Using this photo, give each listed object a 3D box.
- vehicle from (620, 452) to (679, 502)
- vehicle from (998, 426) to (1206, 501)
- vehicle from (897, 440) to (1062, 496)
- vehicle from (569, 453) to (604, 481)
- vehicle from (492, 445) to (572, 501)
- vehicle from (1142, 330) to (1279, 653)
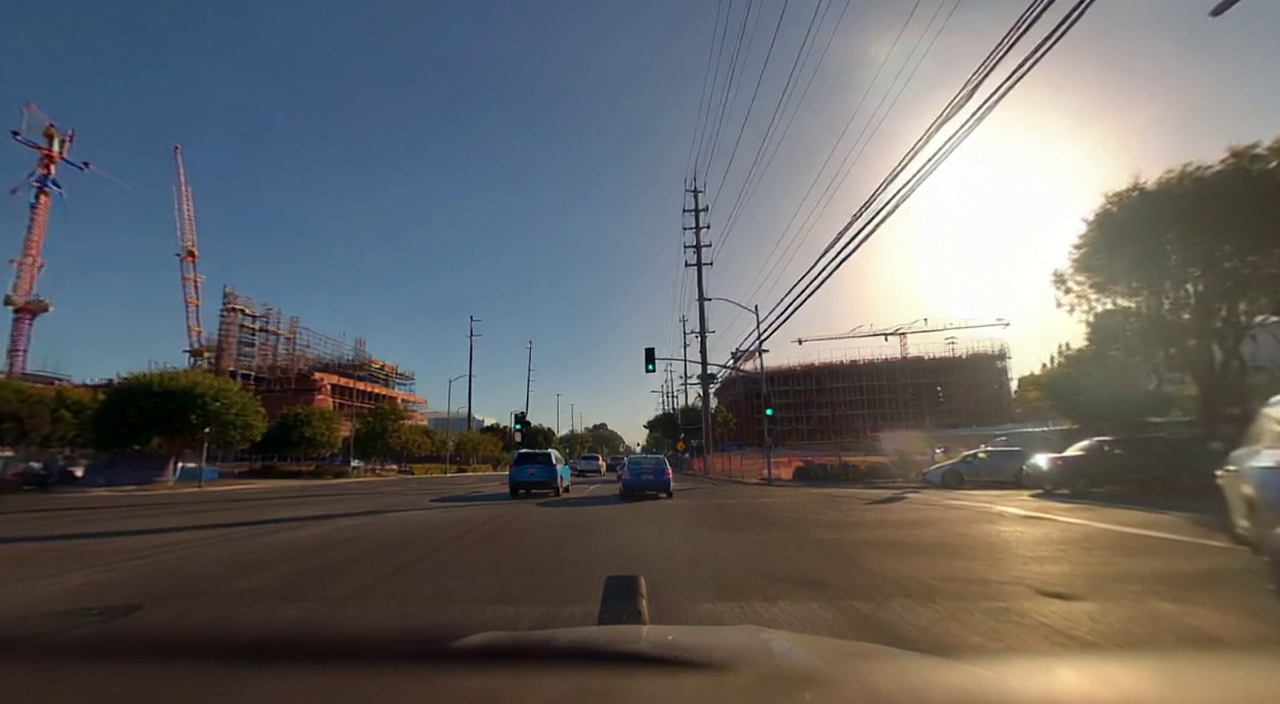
[{"bbox_3d":[0.320,4.714,24.128,2.059,1.691,3.980,0,-9,0],"label":"vehicle"},{"bbox_3d":[13.859,3.357,19.076,4.623,2.090,2.017,0,-9,-1],"label":"vehicle"},{"bbox_3d":[12.135,4.162,22.776,4.551,1.759,2.320,-3,-9,5],"label":"vehicle"},{"bbox_3d":[-3.558,7.783,42.640,1.910,1.713,4.786,-1,-9,1],"label":"vehicle"},{"bbox_3d":[-3.772,4.311,22.804,2.078,1.804,4.387,-1,-9,1],"label":"vehicle"},{"bbox_3d":[6.785,1.159,5.966,2.458,2.149,5.577,-6,-10,33],"label":"vehicle"}]
